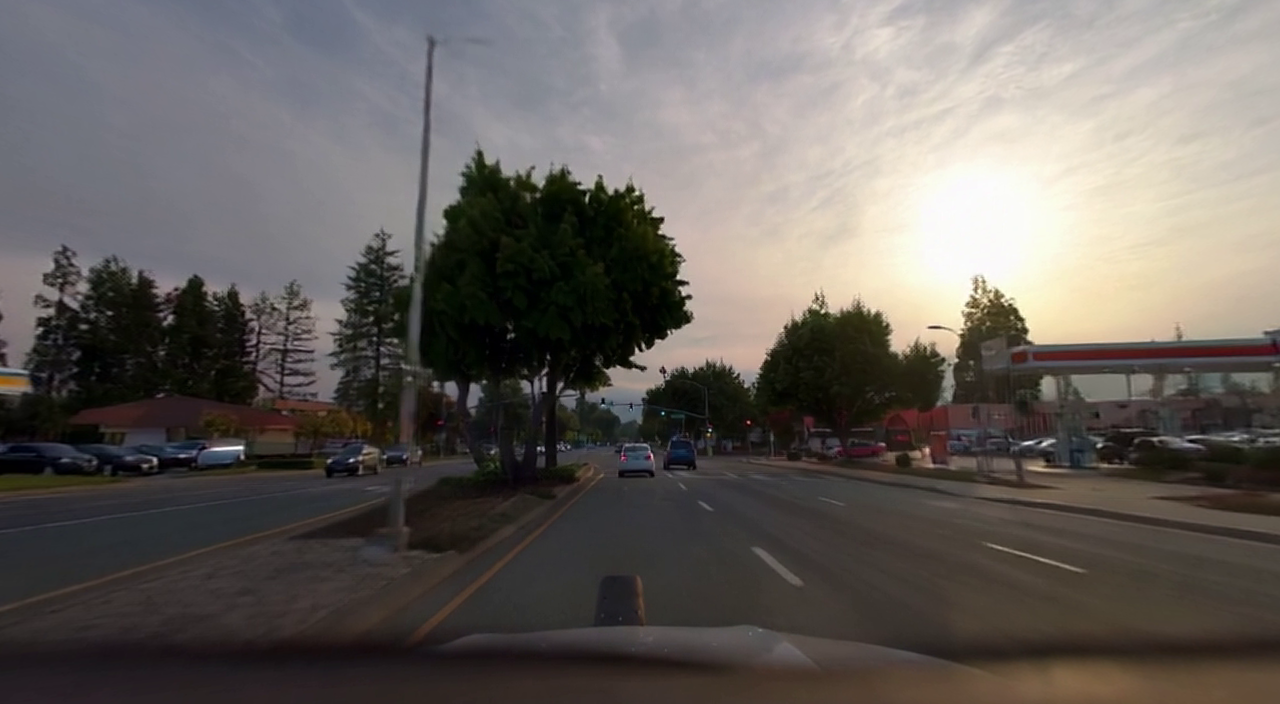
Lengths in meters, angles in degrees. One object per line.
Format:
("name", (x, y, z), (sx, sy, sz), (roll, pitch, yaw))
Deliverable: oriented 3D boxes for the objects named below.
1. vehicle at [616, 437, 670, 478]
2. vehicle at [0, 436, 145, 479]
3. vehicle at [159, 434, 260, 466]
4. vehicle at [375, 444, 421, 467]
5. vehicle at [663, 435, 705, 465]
("vehicle", (0.092, 4.479, 26.989), (2.145, 1.572, 4.021), (1, -8, -1))
("vehicle", (-27.100, 4.897, 29.255), (6.027, 1.805, 2.010), (3, -11, -26))
("vehicle", (-30.645, 6.979, 44.875), (5.713, 2.148, 2.107), (0, -8, 4))
("vehicle", (-19.140, 8.181, 49.966), (1.967, 1.680, 4.396), (-1, -9, -1))
("vehicle", (3.284, 7.498, 48.380), (2.731, 2.101, 6.047), (0, -8, 0))
